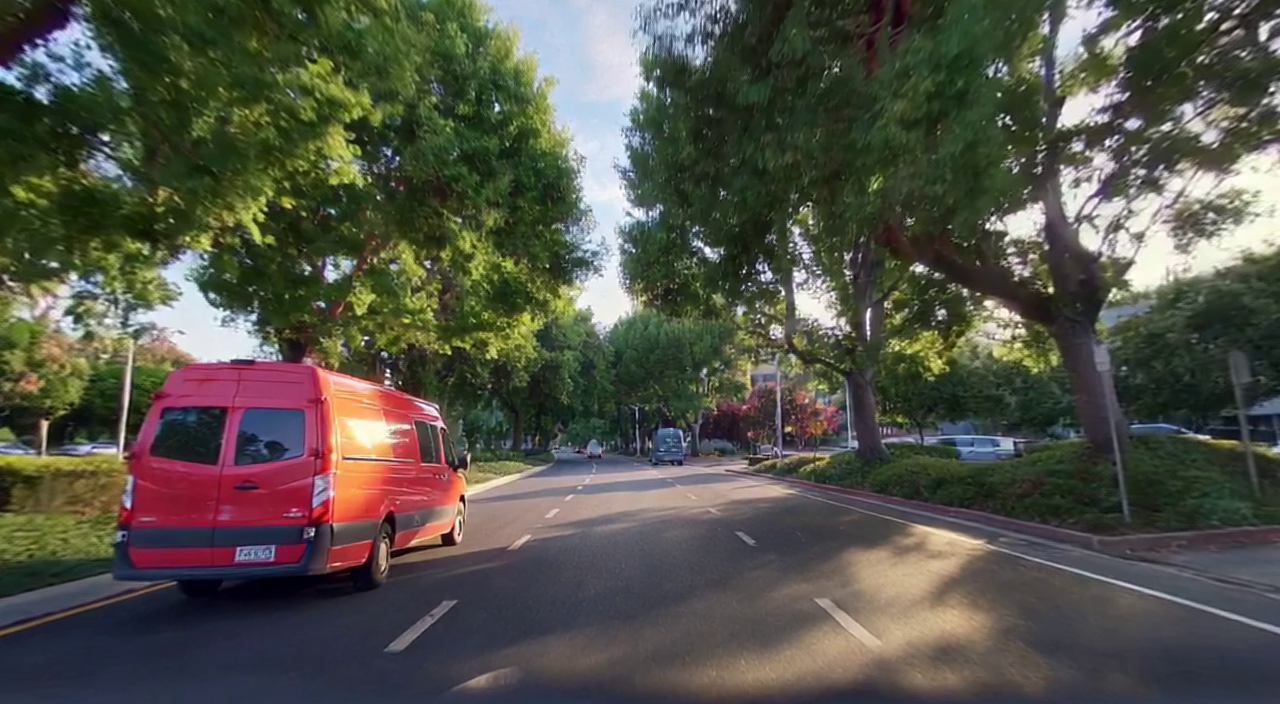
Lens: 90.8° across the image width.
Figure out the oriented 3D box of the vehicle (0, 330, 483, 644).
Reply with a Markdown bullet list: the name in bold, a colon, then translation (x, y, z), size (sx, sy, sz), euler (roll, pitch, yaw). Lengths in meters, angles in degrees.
- **vehicle**: translation (-3.482, 1.278, 6.820), size (2.420, 2.227, 4.499), euler (0, -9, -1)

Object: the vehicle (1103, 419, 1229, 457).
- **vehicle**: translation (28.520, 4.728, 34.511), size (2.097, 1.881, 5.012), euler (1, -9, -8)

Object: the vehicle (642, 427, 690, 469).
- **vehicle**: translation (1.599, 6.287, 41.324), size (2.397, 2.566, 5.324), euler (1, -9, -5)

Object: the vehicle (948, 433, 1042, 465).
- **vehicle**: translation (18.295, 5.014, 32.800), size (1.926, 1.517, 4.505), euler (1, -9, -5)

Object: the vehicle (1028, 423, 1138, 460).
- **vehicle**: translation (23.341, 4.783, 33.561), size (1.966, 1.798, 4.753), euler (1, -9, -7)
